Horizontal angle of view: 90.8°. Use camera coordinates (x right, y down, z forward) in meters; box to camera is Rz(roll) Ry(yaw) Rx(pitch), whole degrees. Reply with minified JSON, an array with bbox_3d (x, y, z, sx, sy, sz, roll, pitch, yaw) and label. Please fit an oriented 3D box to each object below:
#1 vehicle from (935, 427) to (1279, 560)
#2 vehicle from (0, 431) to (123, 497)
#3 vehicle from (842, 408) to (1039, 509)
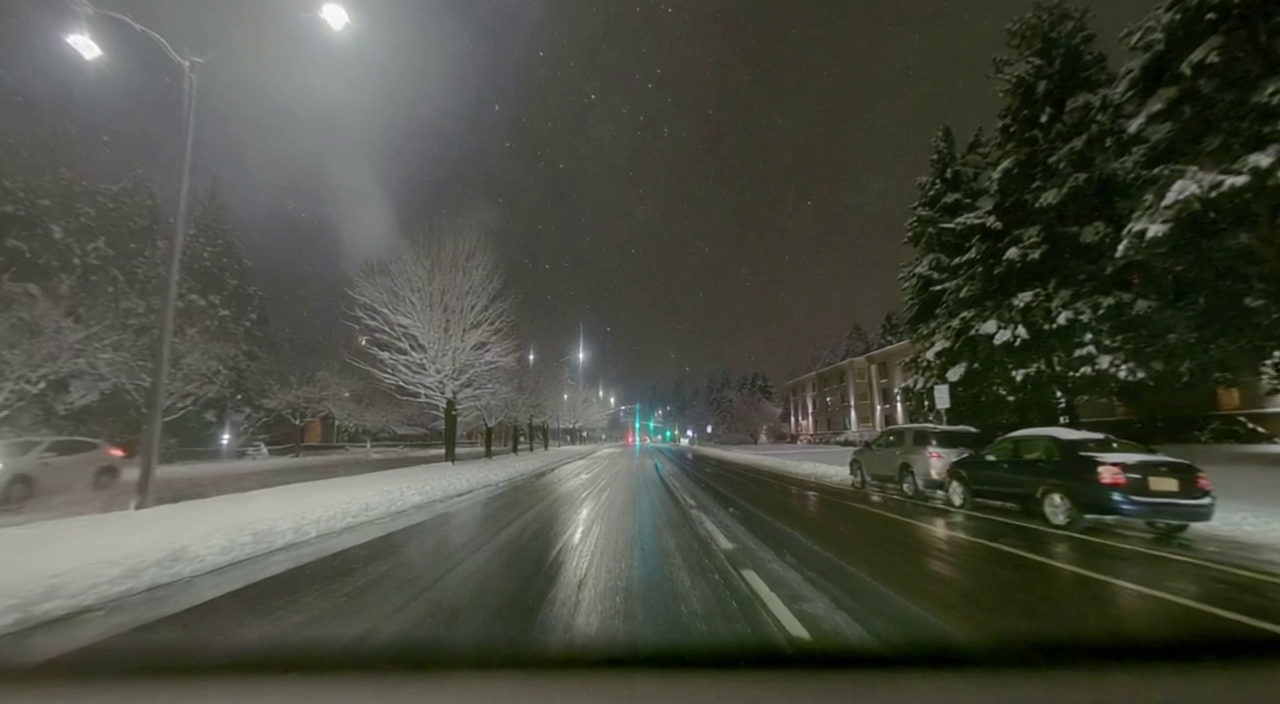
[{"bbox_3d":[7.087,2.096,10.229,2.135,1.556,5.023,2,-8,-1],"label":"vehicle"},{"bbox_3d":[-15.866,2.778,15.765,1.936,1.519,4.739,0,-8,-1],"label":"vehicle"},{"bbox_3d":[7.136,2.614,15.912,2.278,2.069,5.393,0,-8,0],"label":"vehicle"}]
